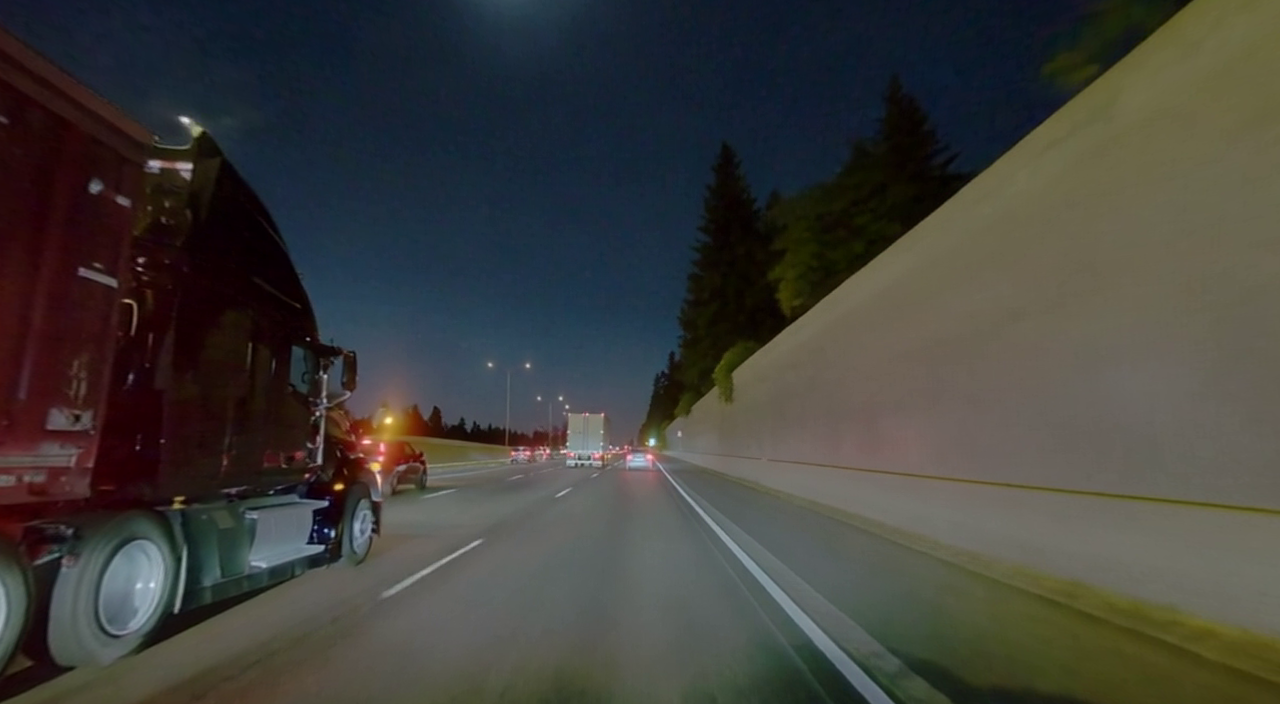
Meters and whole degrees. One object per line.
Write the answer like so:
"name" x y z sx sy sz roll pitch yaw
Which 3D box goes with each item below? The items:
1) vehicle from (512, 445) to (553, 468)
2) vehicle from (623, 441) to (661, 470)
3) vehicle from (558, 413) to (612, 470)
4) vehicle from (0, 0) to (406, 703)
"vehicle" -7.197 7.044 42.632 1.962 1.489 4.002 0 -9 2
"vehicle" 0.134 6.143 37.574 2.178 1.640 4.071 0 -9 0
"vehicle" -3.520 6.072 42.437 2.956 3.331 9.575 0 -9 -1
"vehicle" -3.650 -0.058 0.740 3.025 3.266 9.256 0 -9 1
